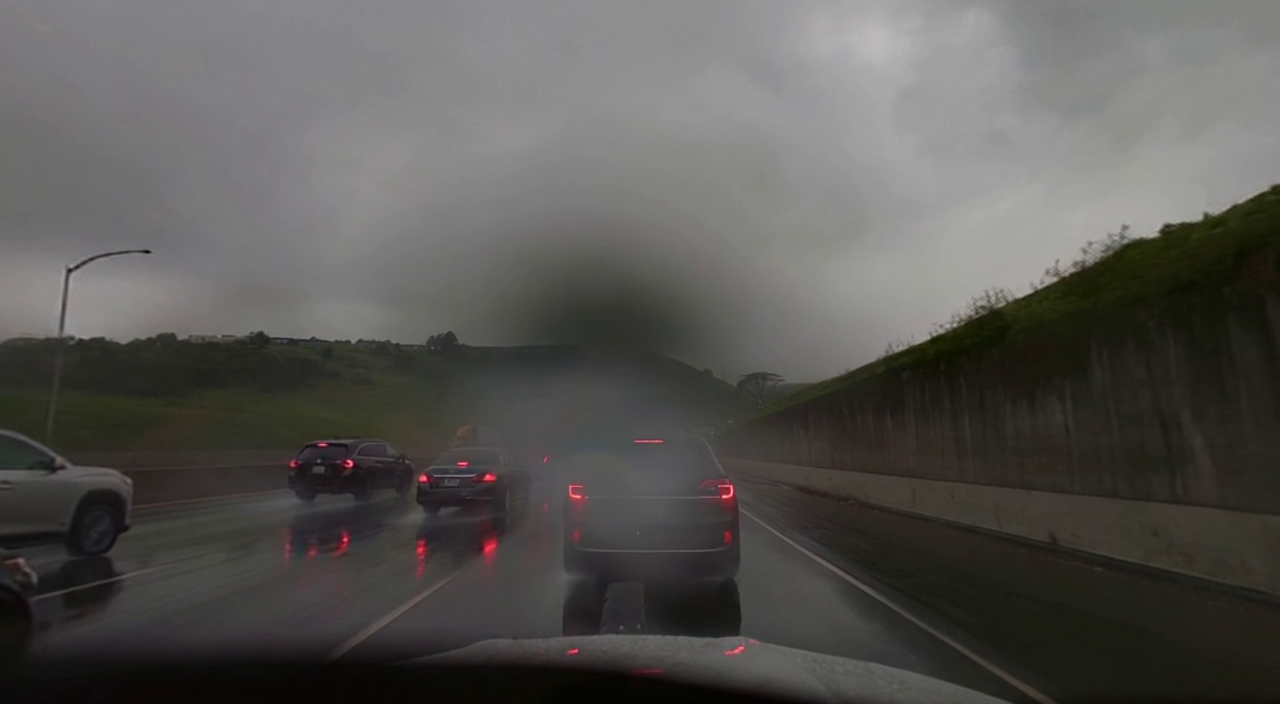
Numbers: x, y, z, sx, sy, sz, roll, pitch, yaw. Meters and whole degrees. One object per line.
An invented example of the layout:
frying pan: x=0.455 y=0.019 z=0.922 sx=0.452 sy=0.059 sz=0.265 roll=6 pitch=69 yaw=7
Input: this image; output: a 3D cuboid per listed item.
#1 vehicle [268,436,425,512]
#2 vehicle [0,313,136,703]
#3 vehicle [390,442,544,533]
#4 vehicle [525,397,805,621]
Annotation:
vehicle: x=-7.510 y=3.157 z=16.776 sx=1.986 sy=1.700 sz=4.558 roll=0 pitch=-9 yaw=0
vehicle: x=-3.531 y=0.517 z=0.588 sx=2.085 sy=1.893 sz=4.880 roll=0 pitch=-9 yaw=-1
vehicle: x=-3.229 y=2.596 z=12.679 sx=1.917 sy=1.506 sz=3.949 roll=0 pitch=-9 yaw=1
vehicle: x=0.159 y=1.653 z=7.735 sx=2.210 sy=1.760 sz=5.303 roll=0 pitch=-9 yaw=-1
